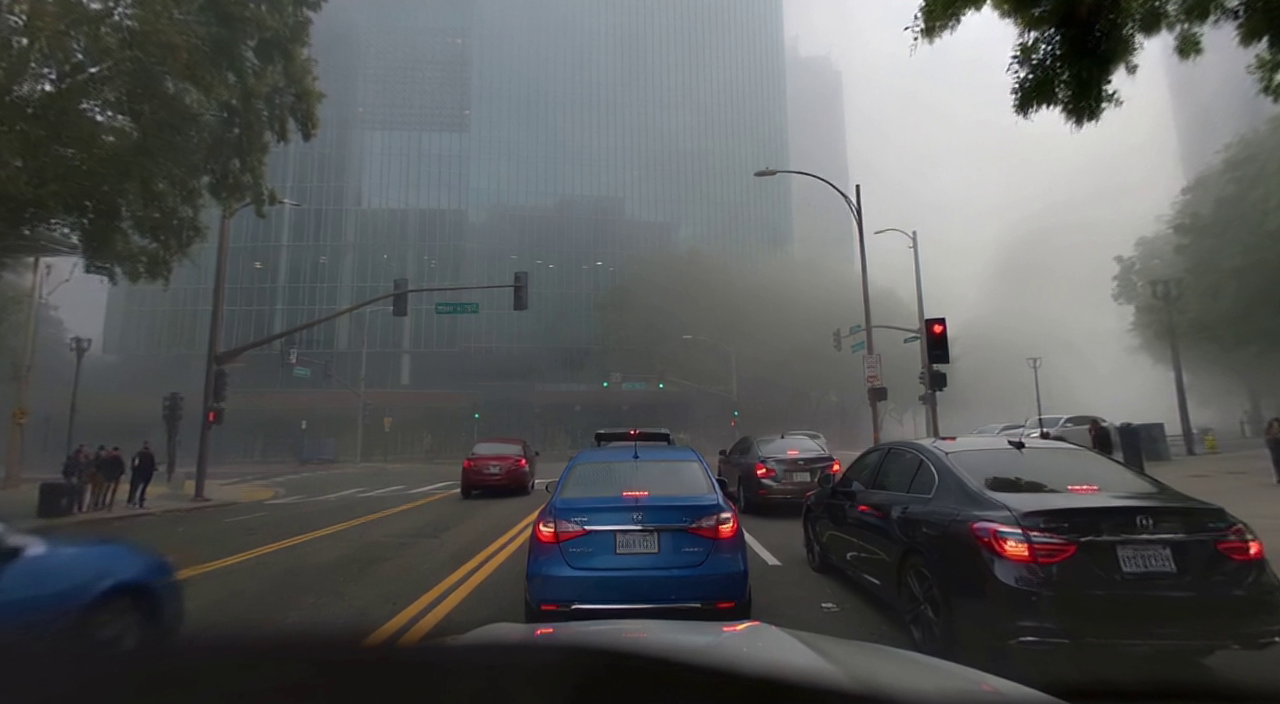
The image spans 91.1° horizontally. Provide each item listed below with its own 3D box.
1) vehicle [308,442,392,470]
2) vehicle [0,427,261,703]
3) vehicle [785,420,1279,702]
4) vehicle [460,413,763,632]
[{"bbox_3d":[-16.780,6.009,36.390,4.265,1.531,1.857,-3,-9,20],"label":"vehicle"},{"bbox_3d":[-3.462,0.906,1.726,1.957,1.427,4.531,0,-8,1],"label":"vehicle"},{"bbox_3d":[2.757,1.405,5.443,1.952,1.464,4.165,0,-8,-1],"label":"vehicle"},{"bbox_3d":[-0.268,1.469,6.411,2.072,1.476,4.078,0,-8,-2],"label":"vehicle"}]
